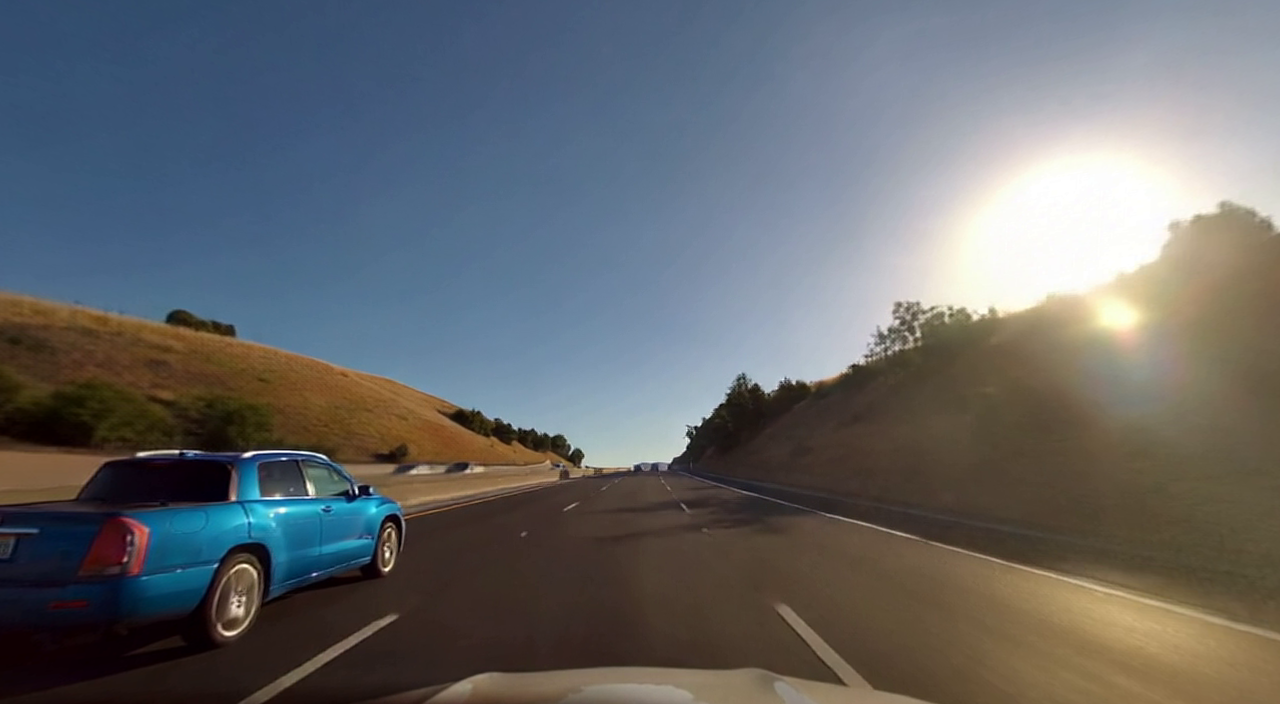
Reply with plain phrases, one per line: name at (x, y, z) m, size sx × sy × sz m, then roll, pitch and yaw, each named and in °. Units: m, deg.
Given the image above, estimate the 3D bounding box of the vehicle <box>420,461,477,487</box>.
vehicle at (-11.600, 7.460, 38.554) m, size 1.995 × 1.470 × 4.593 m, roll 1°, pitch -11°, yaw 1°

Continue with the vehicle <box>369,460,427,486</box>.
vehicle at (-15.630, 7.818, 40.923) m, size 1.926 × 1.550 × 4.360 m, roll 1°, pitch -11°, yaw 1°

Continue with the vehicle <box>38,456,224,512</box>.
vehicle at (-15.463, 4.037, 19.560) m, size 1.923 × 1.469 × 4.556 m, roll 1°, pitch -11°, yaw 0°
